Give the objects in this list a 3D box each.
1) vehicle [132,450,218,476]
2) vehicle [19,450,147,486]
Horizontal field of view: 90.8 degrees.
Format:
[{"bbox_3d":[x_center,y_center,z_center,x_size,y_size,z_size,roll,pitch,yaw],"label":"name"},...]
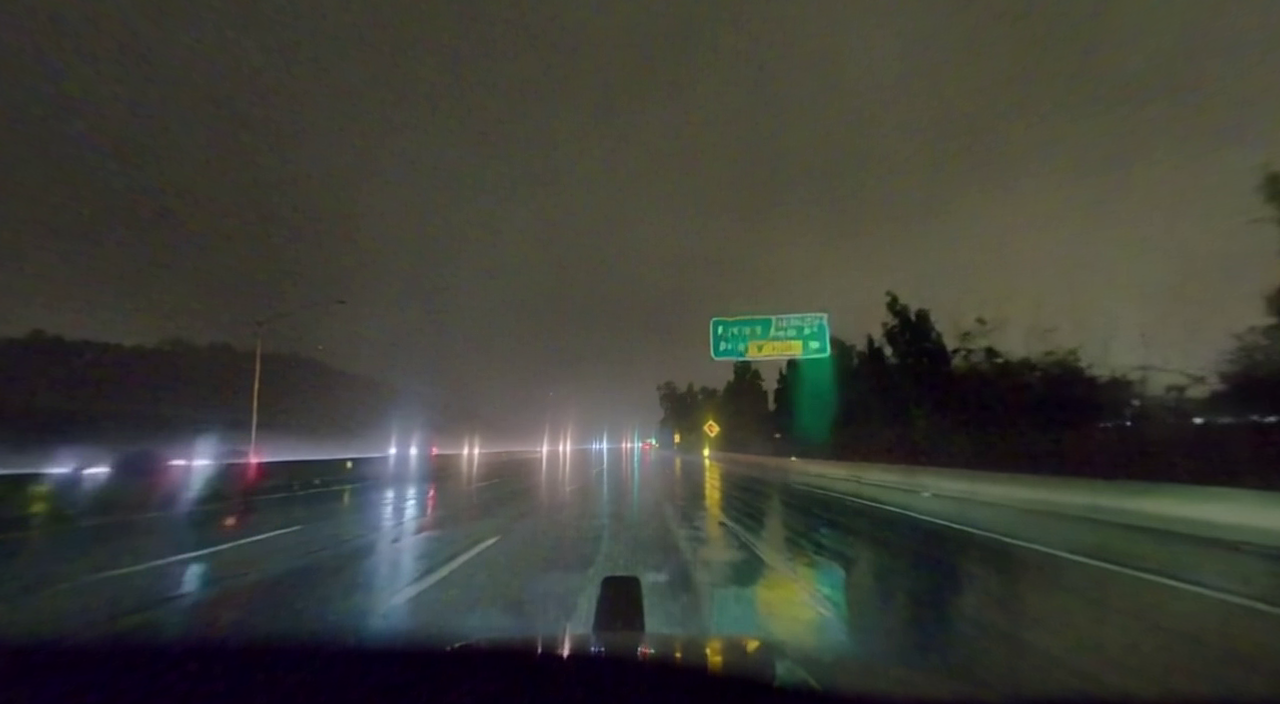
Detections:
[{"bbox_3d":[-28.909,6.883,39.469,1.940,1.463,4.480,0,-8,0],"label":"vehicle"},{"bbox_3d":[-25.002,5.177,28.564,1.798,1.457,4.291,0,-8,1],"label":"vehicle"}]
